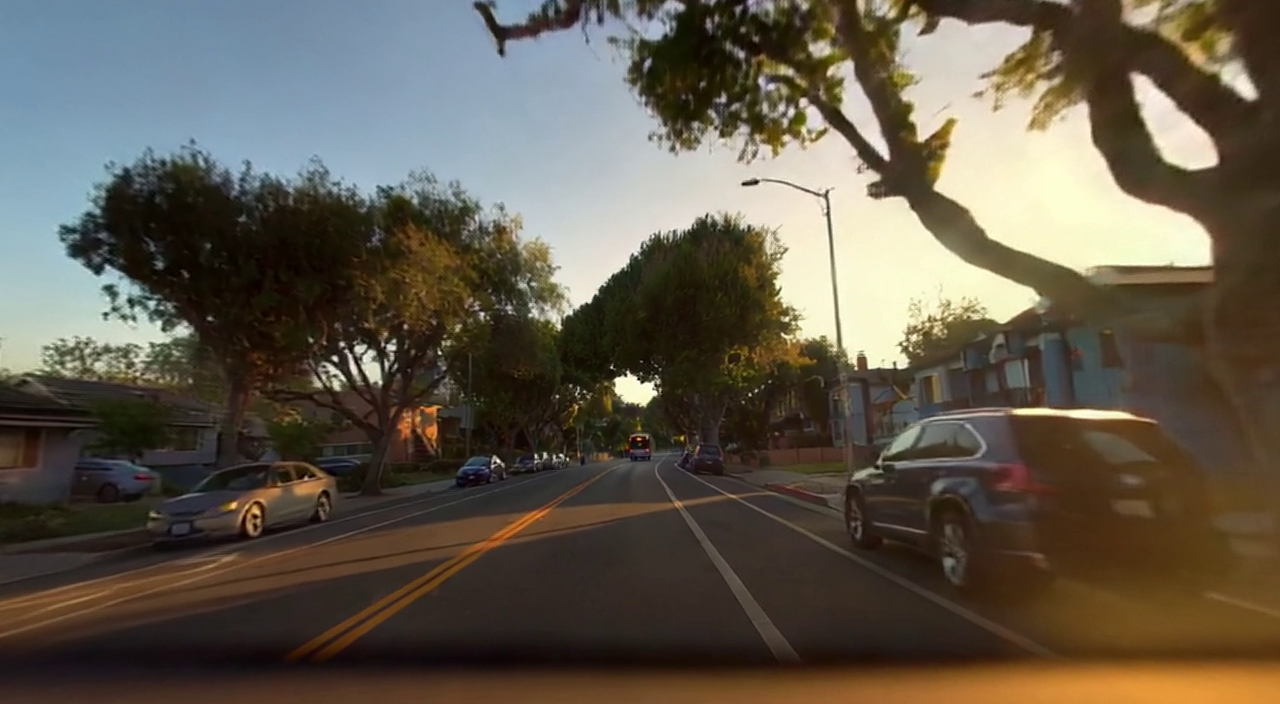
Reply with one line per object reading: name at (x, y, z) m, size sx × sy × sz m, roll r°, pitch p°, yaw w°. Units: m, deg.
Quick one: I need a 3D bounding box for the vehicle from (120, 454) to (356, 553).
vehicle at (-8.265, 3.099, 13.729) m, size 1.921 × 1.494 × 4.884 m, roll -4°, pitch -8°, yaw 1°

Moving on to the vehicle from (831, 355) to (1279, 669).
vehicle at (3.726, 1.385, 6.554) m, size 2.131 × 1.995 × 4.626 m, roll 3°, pitch -8°, yaw 1°

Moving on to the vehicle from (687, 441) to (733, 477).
vehicle at (4.090, 6.298, 37.488) m, size 2.060 × 1.833 × 4.927 m, roll 4°, pitch -9°, yaw 0°

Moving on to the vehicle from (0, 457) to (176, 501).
vehicle at (-20.167, 4.594, 23.083) m, size 4.721 × 1.463 × 2.275 m, roll -1°, pitch -9°, yaw 5°

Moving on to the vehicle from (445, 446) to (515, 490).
vehicle at (-8.181, 5.927, 32.853) m, size 2.094 × 1.840 × 5.450 m, roll -7°, pitch -8°, yaw -1°

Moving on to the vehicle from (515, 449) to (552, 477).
vehicle at (-7.985, 8.285, 47.555) m, size 1.898 × 1.755 × 4.603 m, roll -5°, pitch -8°, yaw -1°
